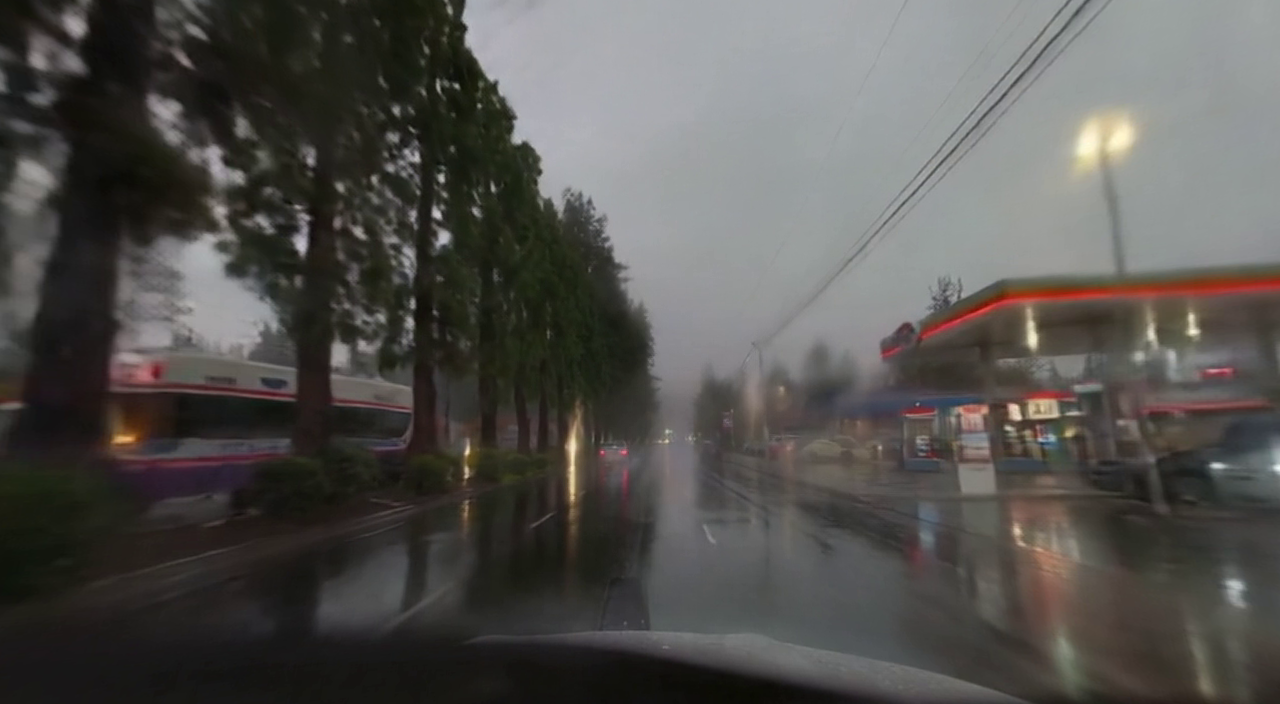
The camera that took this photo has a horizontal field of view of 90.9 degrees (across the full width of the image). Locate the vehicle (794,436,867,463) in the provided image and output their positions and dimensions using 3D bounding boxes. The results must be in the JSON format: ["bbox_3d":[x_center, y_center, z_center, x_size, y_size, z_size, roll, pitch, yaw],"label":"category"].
[{"bbox_3d":[13.133,6.731,43.600,4.454,1.776,1.891,0,-8,3],"label":"vehicle"}]

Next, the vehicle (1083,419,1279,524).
[{"bbox_3d":[10.117,1.967,10.766,1.888,1.465,4.727,-1,-9,3],"label":"vehicle"}]

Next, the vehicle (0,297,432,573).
[{"bbox_3d":[-8.475,1.896,14.191,3.056,3.289,13.199,-2,-8,1],"label":"vehicle"}]

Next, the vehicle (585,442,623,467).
[{"bbox_3d":[-2.089,6.128,37.731,1.959,1.406,4.272,0,-9,1],"label":"vehicle"}]
